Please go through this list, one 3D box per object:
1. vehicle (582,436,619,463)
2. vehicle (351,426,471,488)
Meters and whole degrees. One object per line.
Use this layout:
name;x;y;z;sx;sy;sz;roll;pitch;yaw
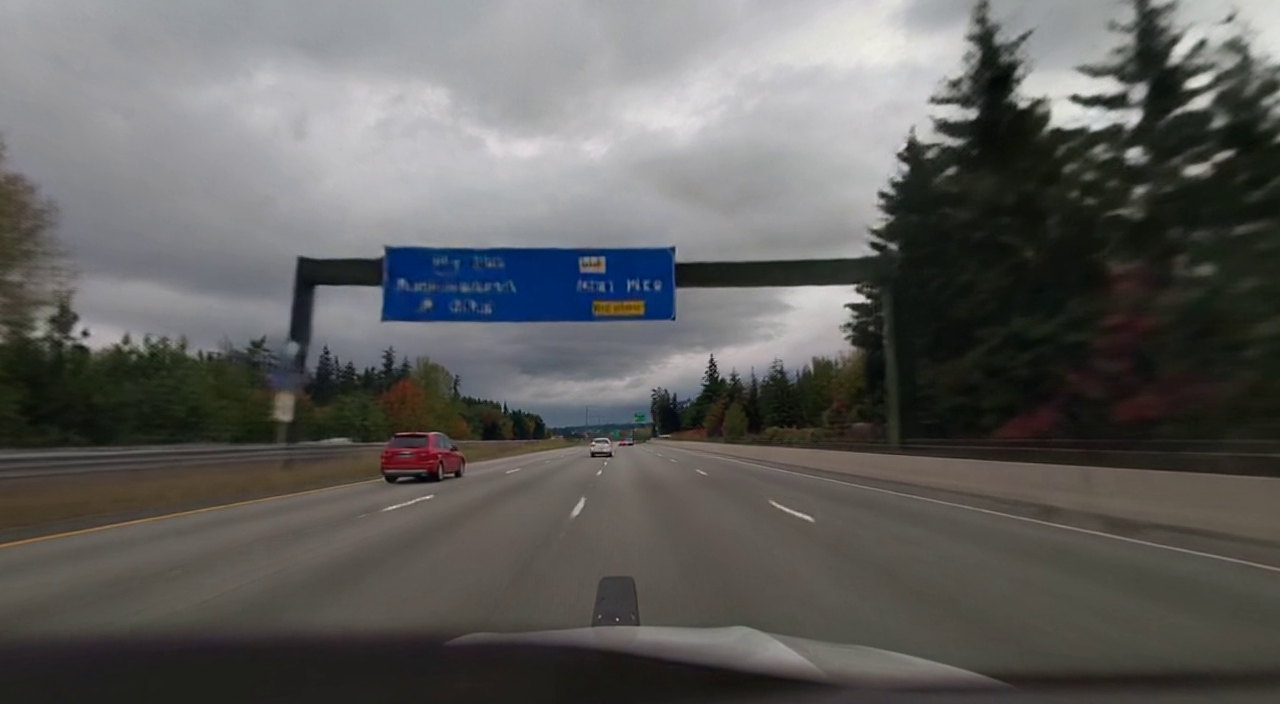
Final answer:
vehicle;-2.274;5.723;37.154;2.010;1.534;4.013;0;-8;-1
vehicle;-6.877;3.177;19.489;2.111;1.689;4.505;0;-8;-1
